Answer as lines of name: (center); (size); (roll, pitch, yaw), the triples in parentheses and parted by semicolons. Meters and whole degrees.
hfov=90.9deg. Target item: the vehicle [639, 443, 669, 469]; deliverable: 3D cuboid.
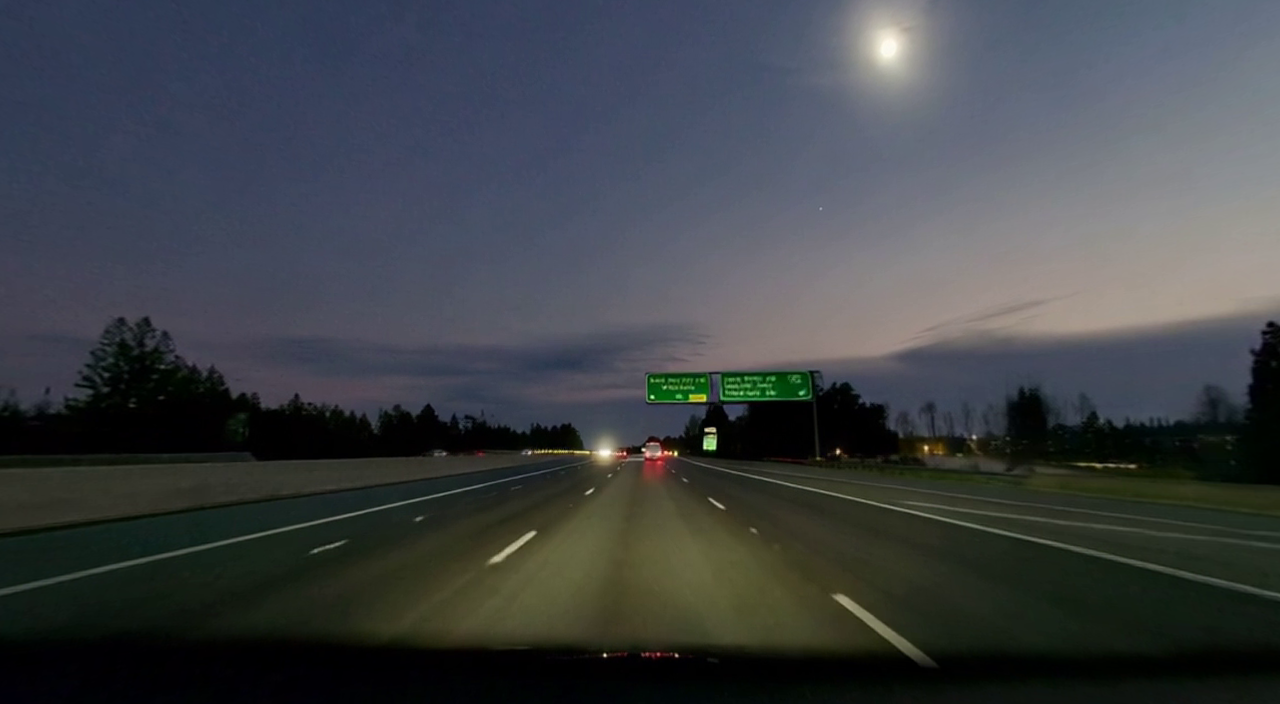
vehicle: (1.073, 8.117, 49.513); (2.219, 1.927, 4.409); (0, -9, 0)
